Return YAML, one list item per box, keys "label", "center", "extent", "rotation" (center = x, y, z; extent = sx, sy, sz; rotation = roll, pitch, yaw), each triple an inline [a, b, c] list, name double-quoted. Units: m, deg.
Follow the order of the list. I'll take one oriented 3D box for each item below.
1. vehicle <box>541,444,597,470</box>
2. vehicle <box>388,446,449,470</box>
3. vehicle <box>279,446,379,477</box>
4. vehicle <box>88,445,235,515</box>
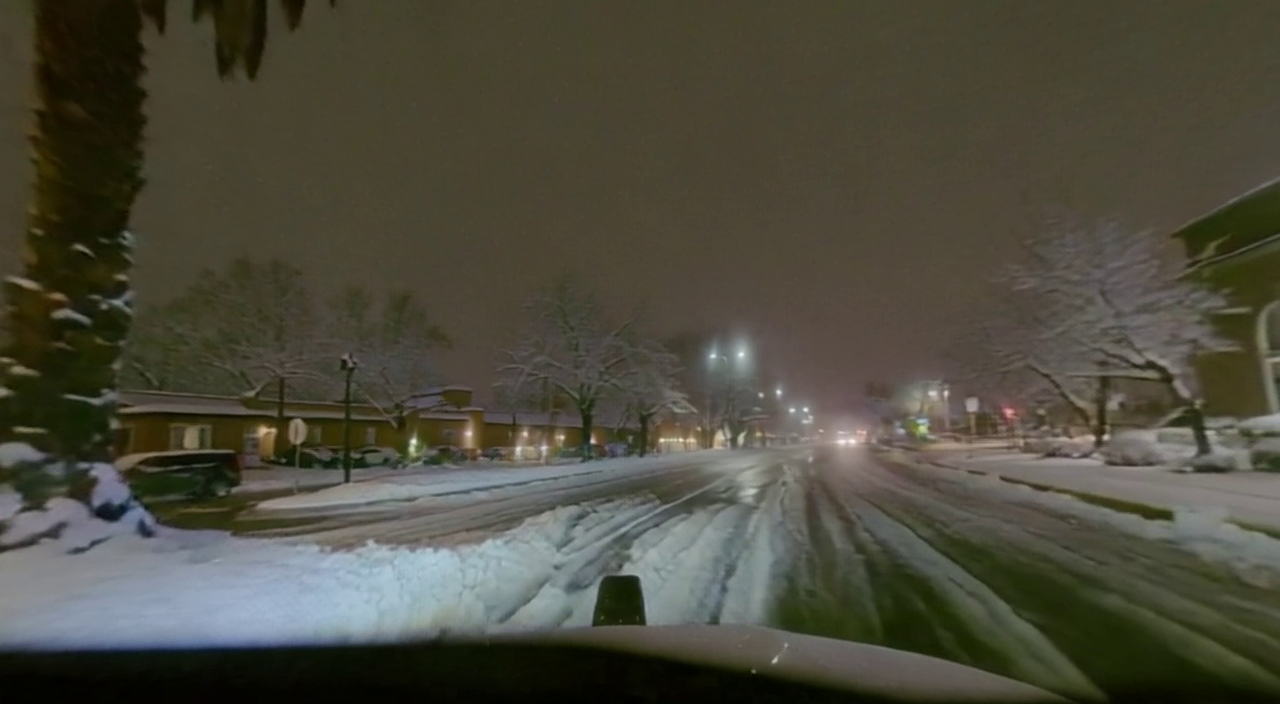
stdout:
- label: "vehicle"
  center: [-5.125, 7.567, 45.768]
  extent: [3.635, 1.521, 1.726]
  rotation: [2, -5, 10]
- label: "vehicle"
  center: [-17.106, 8.152, 48.832]
  extent: [3.928, 1.784, 1.895]
  rotation: [-2, -9, 12]
- label: "vehicle"
  center: [-18.883, 6.631, 38.439]
  extent: [5.193, 1.830, 2.049]
  rotation: [-2, -9, 11]
- label: "vehicle"
  center: [-14.700, 3.869, 19.810]
  extent: [2.174, 1.863, 4.651]
  rotation: [3, -9, -18]
